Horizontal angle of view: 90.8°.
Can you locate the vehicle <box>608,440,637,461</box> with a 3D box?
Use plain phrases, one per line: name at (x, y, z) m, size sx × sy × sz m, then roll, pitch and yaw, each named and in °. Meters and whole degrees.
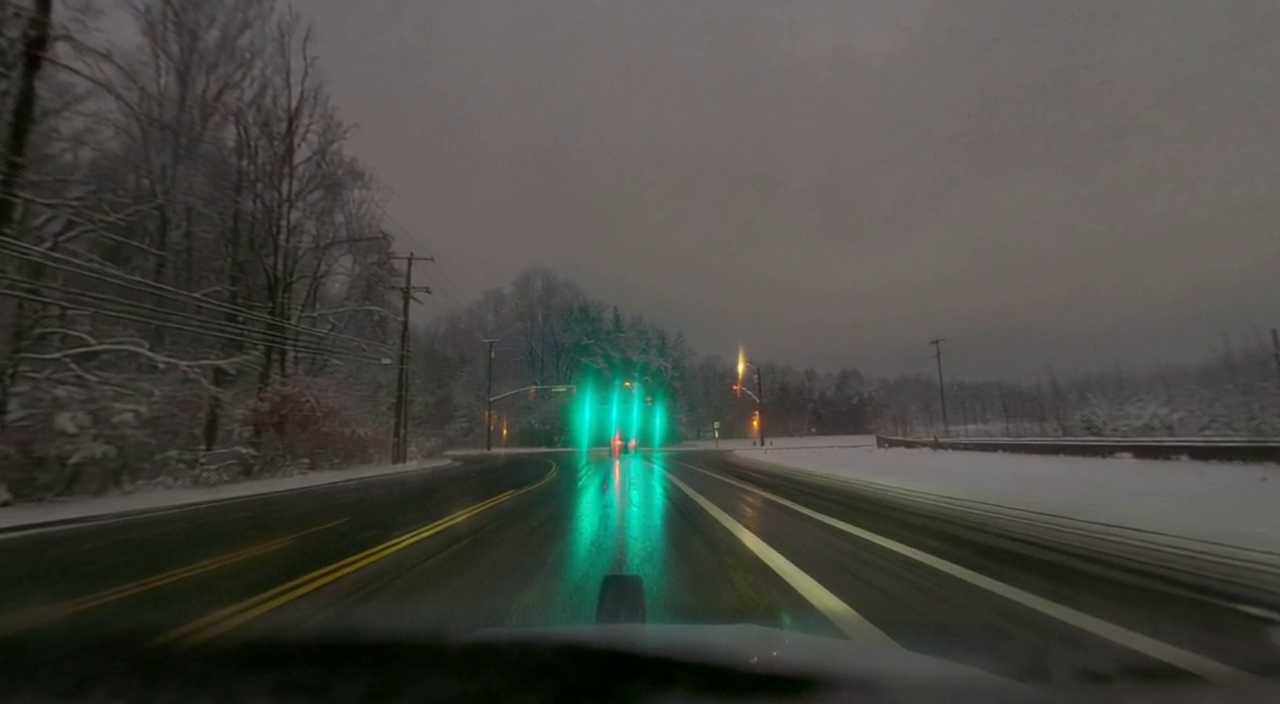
vehicle at (-1.401, 7.435, 48.019) m, size 2.042 × 1.489 × 3.963 m, roll 0°, pitch -8°, yaw -4°
